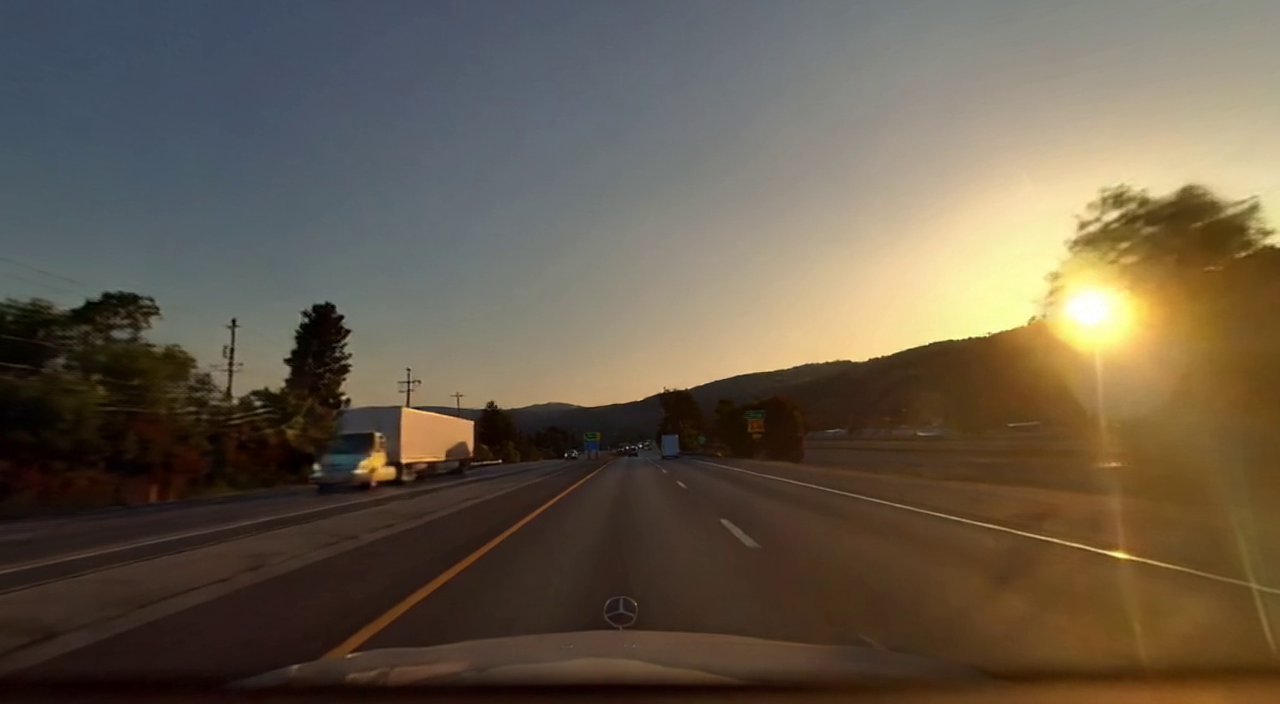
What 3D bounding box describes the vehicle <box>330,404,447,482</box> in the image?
[{"bbox_3d":[-14.491,5.462,37.443,2.940,3.967,9.843,0,-9,-1],"label":"vehicle"}]
